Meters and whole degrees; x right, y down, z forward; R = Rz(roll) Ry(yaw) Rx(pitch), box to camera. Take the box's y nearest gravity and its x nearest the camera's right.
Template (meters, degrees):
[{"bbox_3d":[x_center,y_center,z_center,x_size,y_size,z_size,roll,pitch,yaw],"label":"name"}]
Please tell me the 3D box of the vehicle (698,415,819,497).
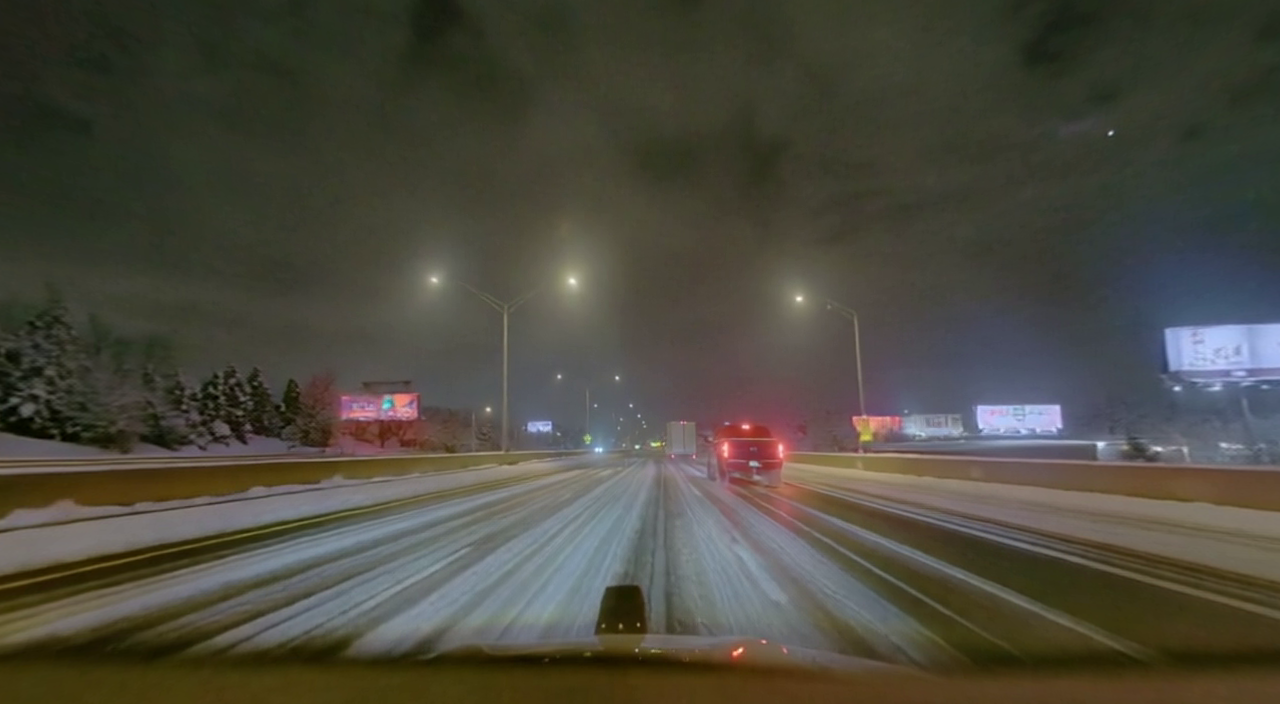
[{"bbox_3d":[3.447,3.250,19.981,2.740,2.157,6.300,0,-9,1],"label":"vehicle"}]
